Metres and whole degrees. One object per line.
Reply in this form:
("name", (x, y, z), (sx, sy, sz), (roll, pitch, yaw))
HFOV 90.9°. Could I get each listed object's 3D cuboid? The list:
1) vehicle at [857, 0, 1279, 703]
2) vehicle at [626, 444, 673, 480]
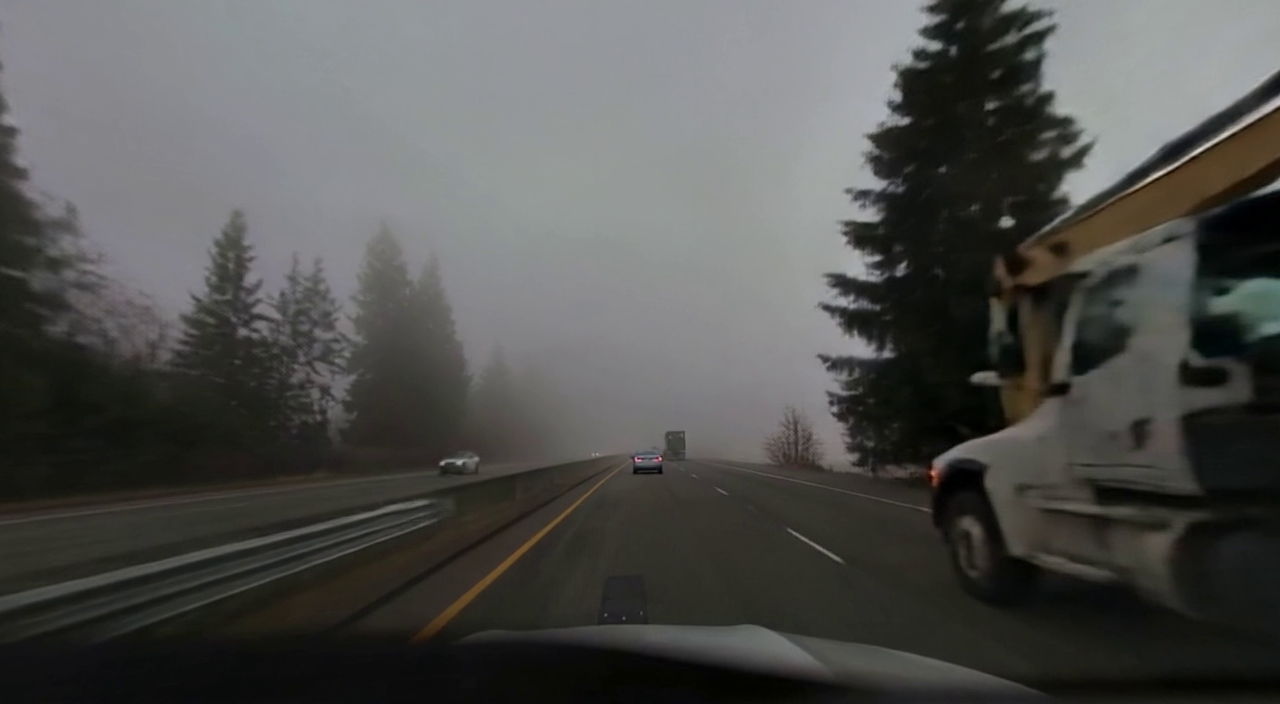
("vehicle", (4.156, -0.040, 3.234), (3.089, 3.568, 8.101), (0, -9, 0))
("vehicle", (0.428, 5.173, 29.829), (2.045, 1.527, 4.023), (0, -9, 0))
